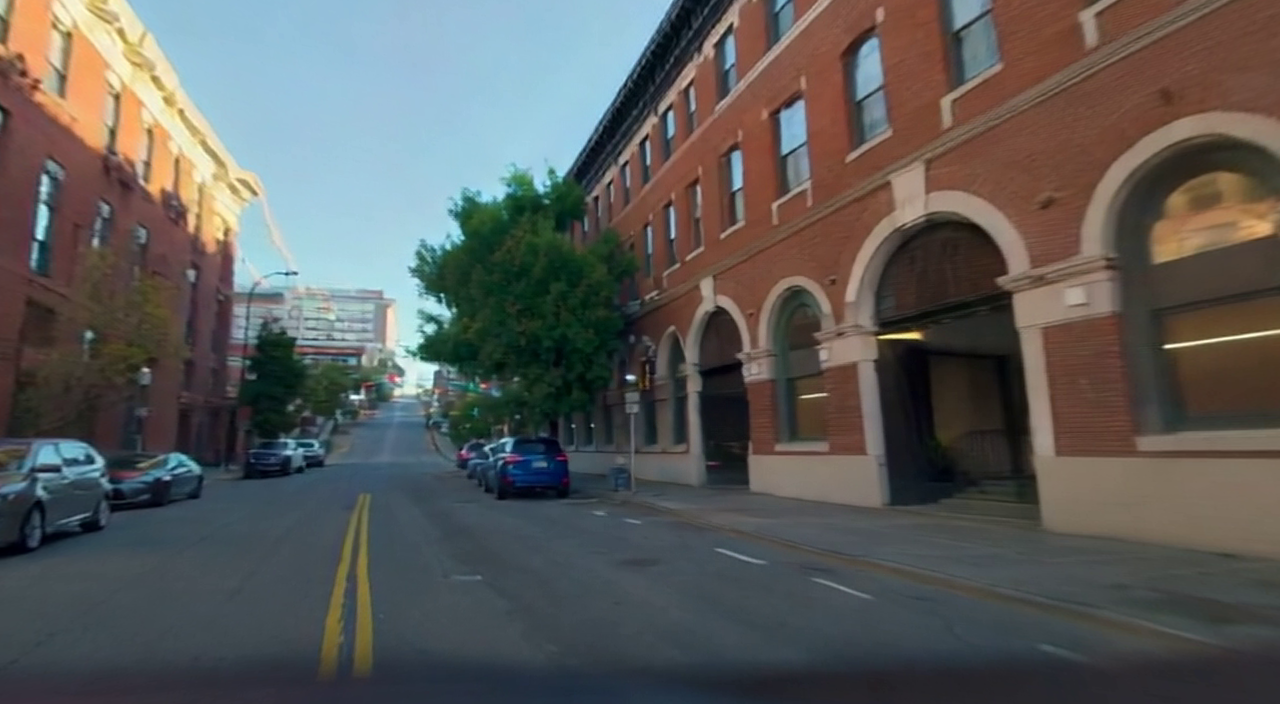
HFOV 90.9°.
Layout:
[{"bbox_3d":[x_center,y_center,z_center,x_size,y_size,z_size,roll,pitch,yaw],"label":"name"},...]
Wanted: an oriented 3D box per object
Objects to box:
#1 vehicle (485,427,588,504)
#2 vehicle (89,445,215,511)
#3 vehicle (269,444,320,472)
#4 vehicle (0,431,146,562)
[{"bbox_3d":[-2.984,3.056,17.388,1.953,1.804,4.518,3,-9,-20],"label":"vehicle"},{"bbox_3d":[-12.617,3.207,16.539,1.631,1.459,3.489,1,-8,-21],"label":"vehicle"},{"bbox_3d":[-19.851,6.092,36.368,1.934,1.478,4.180,3,-9,-20],"label":"vehicle"},{"bbox_3d":[-10.275,2.201,10.323,2.186,1.705,5.078,3,-9,-24],"label":"vehicle"}]
